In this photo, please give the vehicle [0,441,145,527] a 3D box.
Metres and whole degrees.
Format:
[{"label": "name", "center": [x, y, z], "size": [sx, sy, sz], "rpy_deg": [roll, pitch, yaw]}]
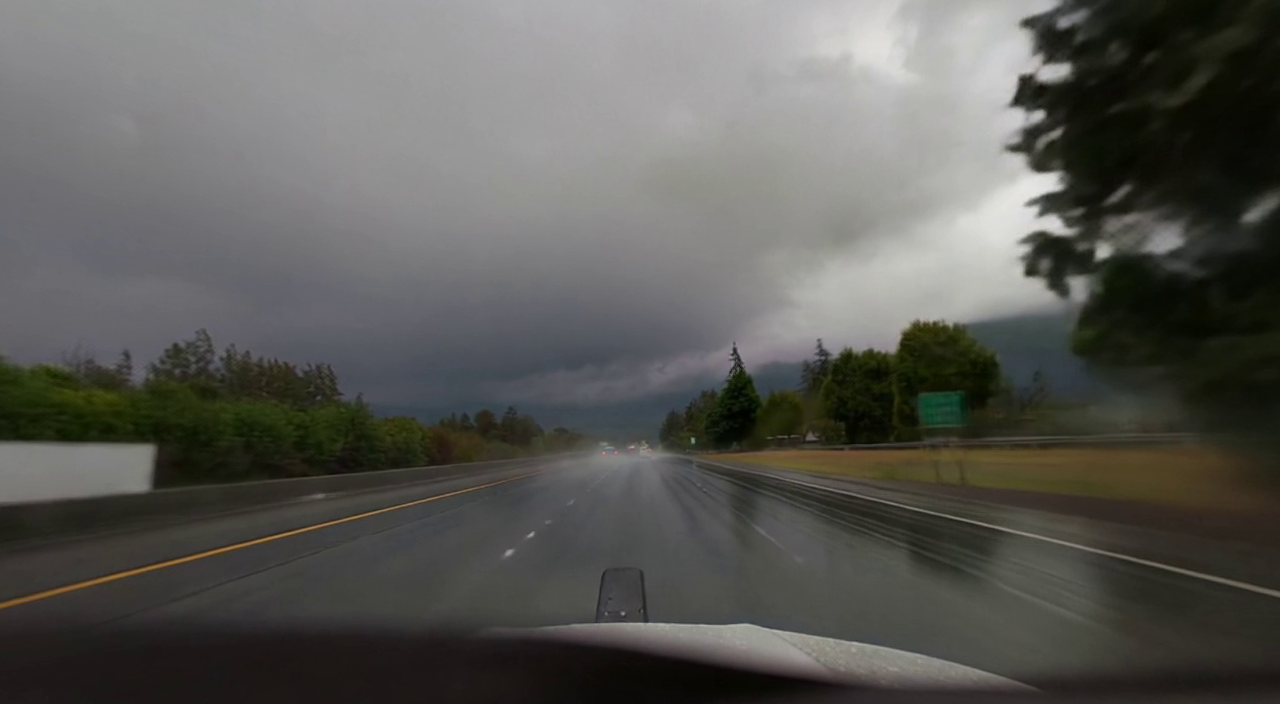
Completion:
[{"label": "vehicle", "center": [-28.504, 5.876, 28.617], "size": [2.963, 3.633, 11.062], "rpy_deg": [0, -8, 1]}]
